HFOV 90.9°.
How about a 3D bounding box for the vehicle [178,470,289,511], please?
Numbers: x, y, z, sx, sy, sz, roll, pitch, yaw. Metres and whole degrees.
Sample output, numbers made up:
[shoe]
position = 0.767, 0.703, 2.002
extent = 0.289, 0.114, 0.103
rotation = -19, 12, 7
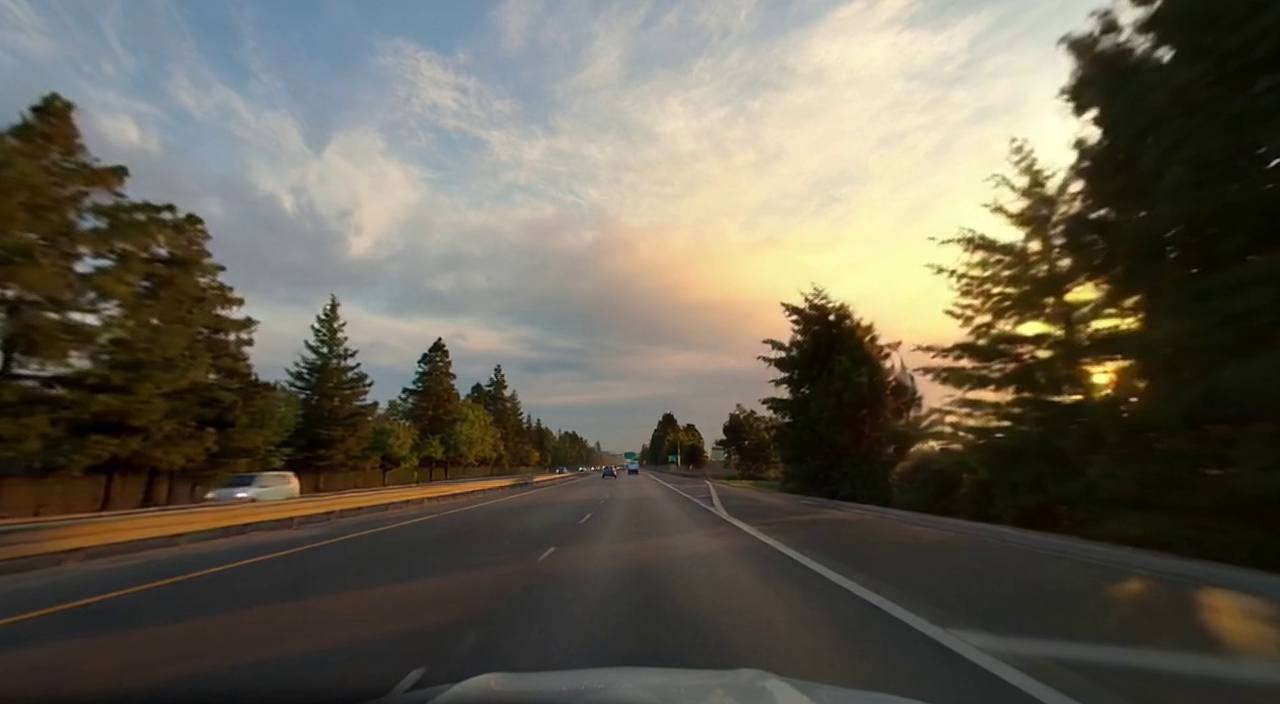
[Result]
[vehicle]
position = -16.114, 5.485, 25.239
extent = 1.725, 1.427, 3.999
rotation = 1, -10, 0
